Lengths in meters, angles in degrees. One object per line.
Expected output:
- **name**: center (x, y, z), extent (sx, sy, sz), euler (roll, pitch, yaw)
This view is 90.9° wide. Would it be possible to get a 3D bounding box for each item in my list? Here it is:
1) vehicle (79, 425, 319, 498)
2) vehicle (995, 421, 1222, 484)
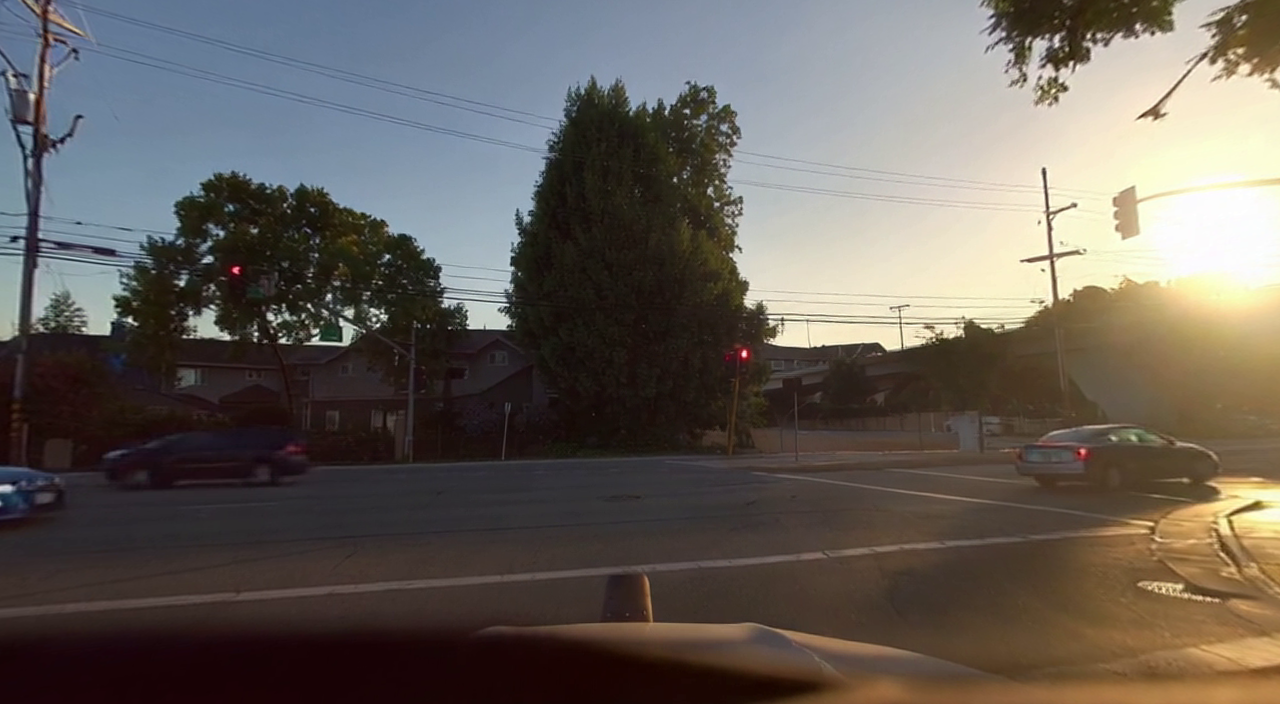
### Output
- **vehicle**: center (-11.960, 2.995, 17.567), extent (4.966, 1.806, 2.007), euler (2, -9, -16)
- **vehicle**: center (11.747, 2.505, 15.899), extent (4.757, 1.442, 1.858), euler (2, -9, -14)
